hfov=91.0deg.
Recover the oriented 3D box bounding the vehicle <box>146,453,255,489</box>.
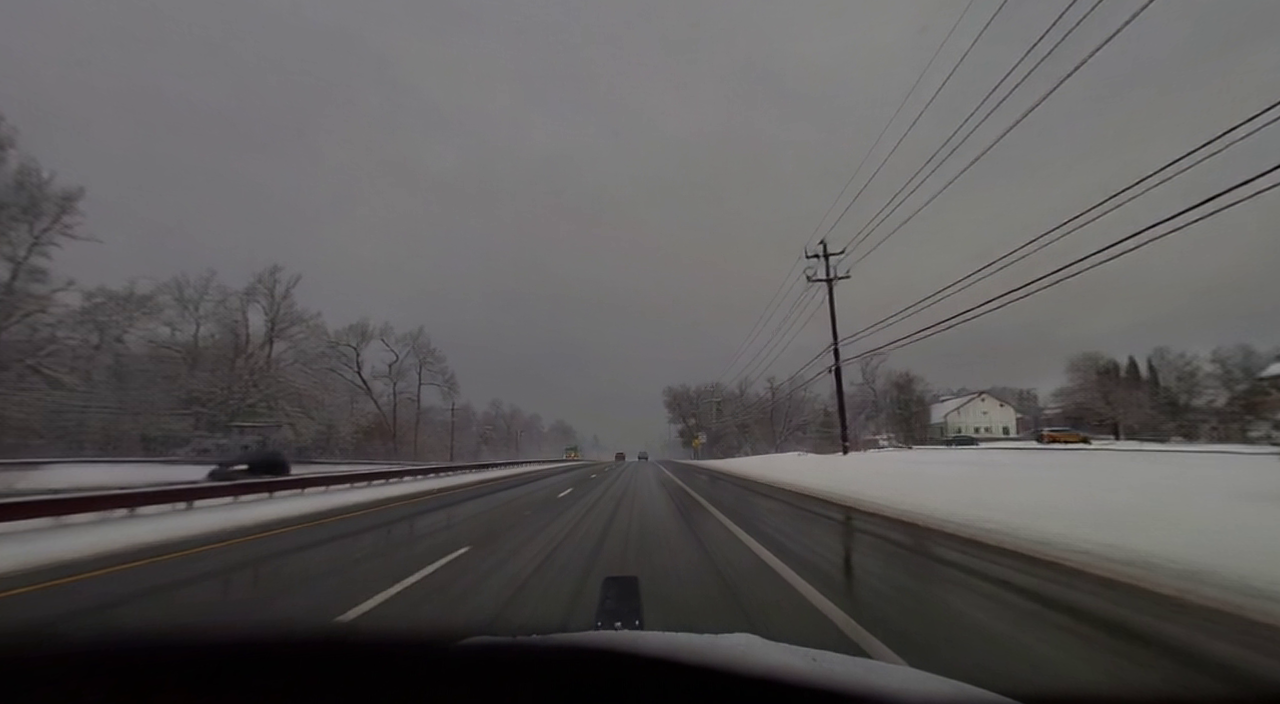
[{"bbox_3d":[-21.311,5.758,30.821,1.956,1.524,4.614,0,-9,1],"label":"vehicle"}]
